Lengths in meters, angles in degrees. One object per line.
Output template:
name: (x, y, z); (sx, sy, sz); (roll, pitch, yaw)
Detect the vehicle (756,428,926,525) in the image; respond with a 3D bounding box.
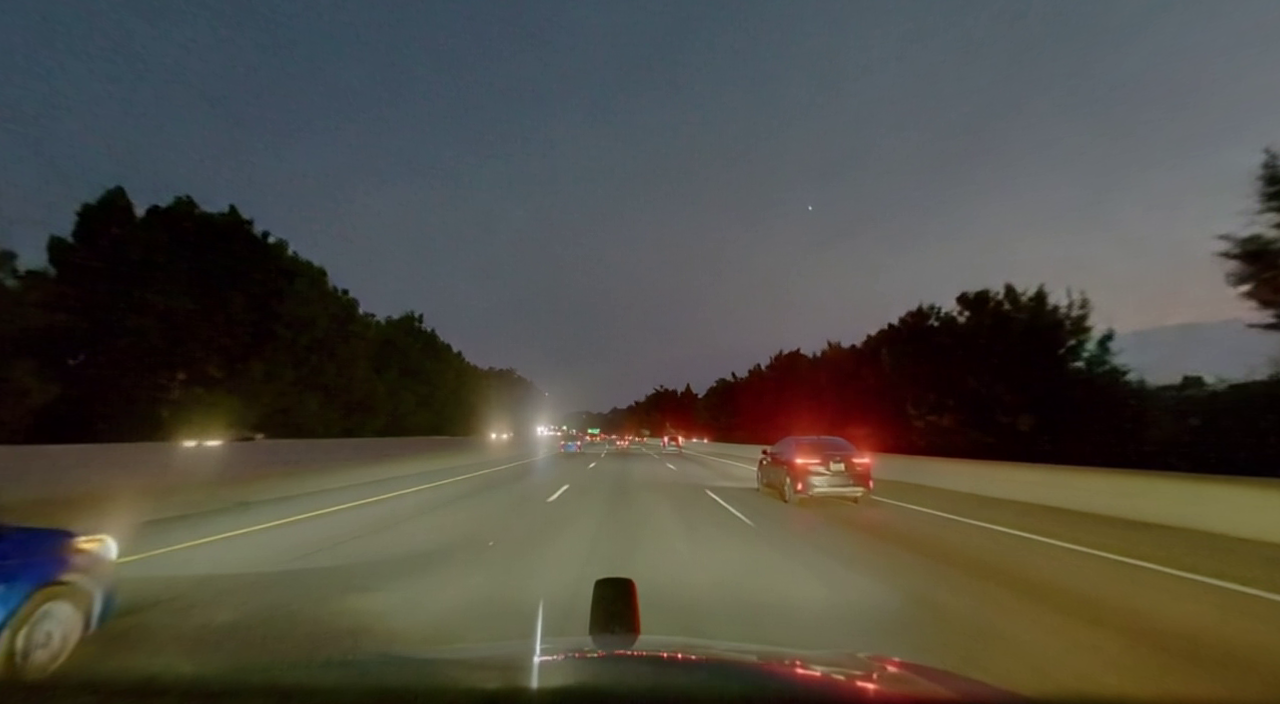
vehicle: (3.593, 2.268, 12.109); (1.883, 1.536, 3.792); (0, -8, -2)

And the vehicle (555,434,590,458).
vehicle: (-4.531, 6.338, 42.837); (1.941, 1.529, 4.111); (0, -8, -1)

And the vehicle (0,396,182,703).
vehicle: (-3.922, 0.788, 1.515); (2.032, 1.535, 4.889); (0, -8, -1)
